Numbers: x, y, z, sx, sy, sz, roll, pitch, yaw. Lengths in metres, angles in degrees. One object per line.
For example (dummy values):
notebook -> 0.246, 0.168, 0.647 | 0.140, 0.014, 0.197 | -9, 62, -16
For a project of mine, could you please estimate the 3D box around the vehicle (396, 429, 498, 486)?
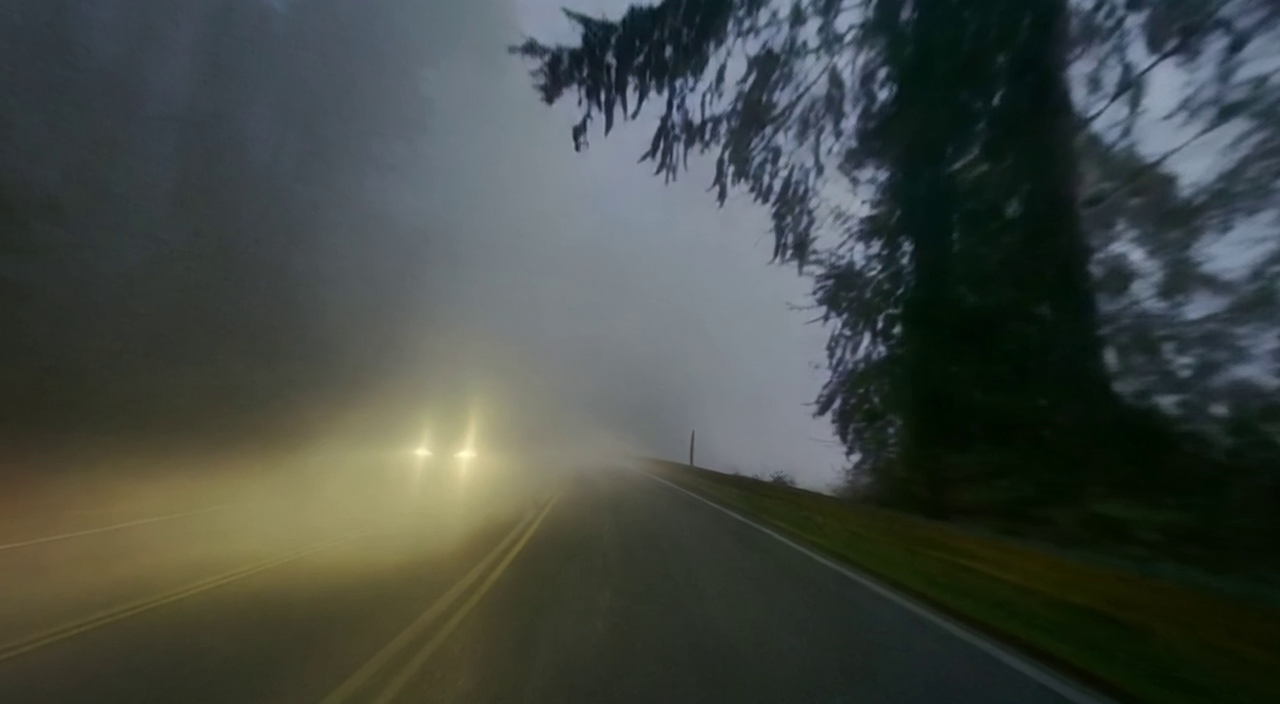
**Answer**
vehicle -> -6.510, 3.626, 21.933 | 2.318, 1.754, 4.328 | 0, -9, -2
